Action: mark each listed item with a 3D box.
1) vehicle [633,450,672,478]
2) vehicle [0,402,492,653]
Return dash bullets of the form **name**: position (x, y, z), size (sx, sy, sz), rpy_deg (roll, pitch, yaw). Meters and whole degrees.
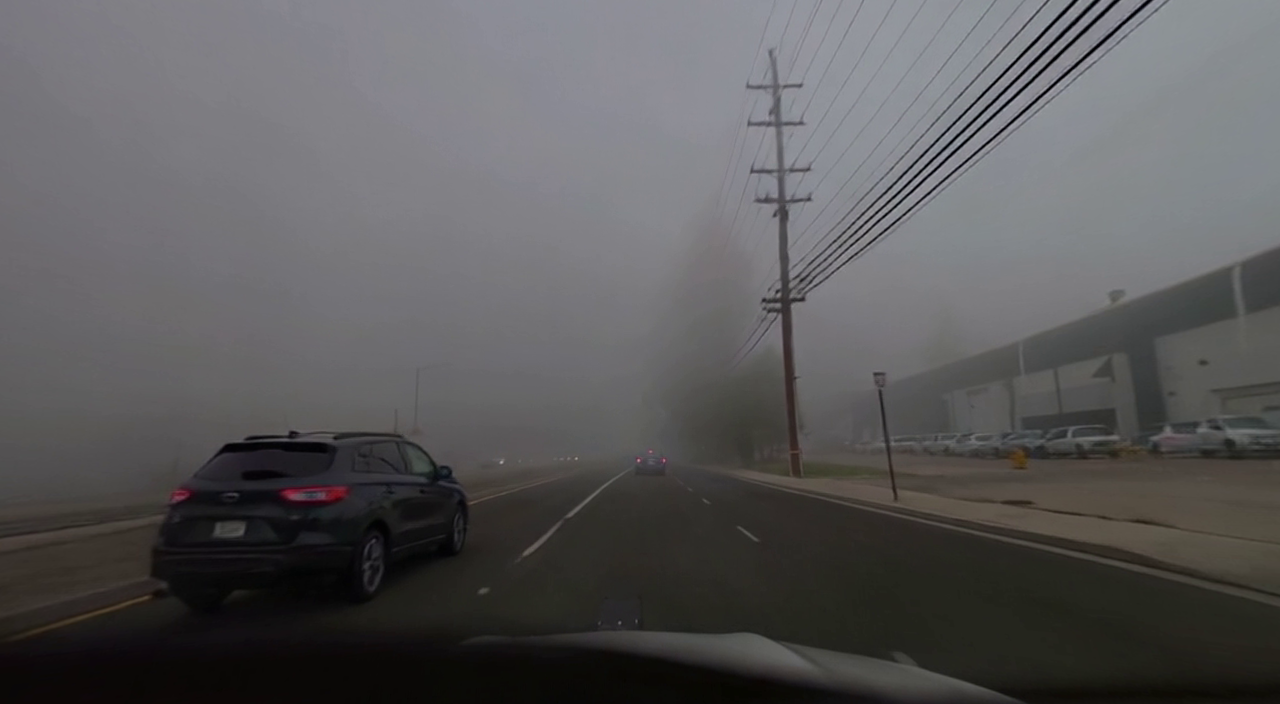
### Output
- **vehicle**: position (0.680, 6.481, 36.626), size (2.114, 1.492, 4.453), rpy_deg (0, -9, -1)
- **vehicle**: position (-3.254, 1.546, 6.684), size (2.169, 1.679, 4.723), rpy_deg (0, -9, 1)
